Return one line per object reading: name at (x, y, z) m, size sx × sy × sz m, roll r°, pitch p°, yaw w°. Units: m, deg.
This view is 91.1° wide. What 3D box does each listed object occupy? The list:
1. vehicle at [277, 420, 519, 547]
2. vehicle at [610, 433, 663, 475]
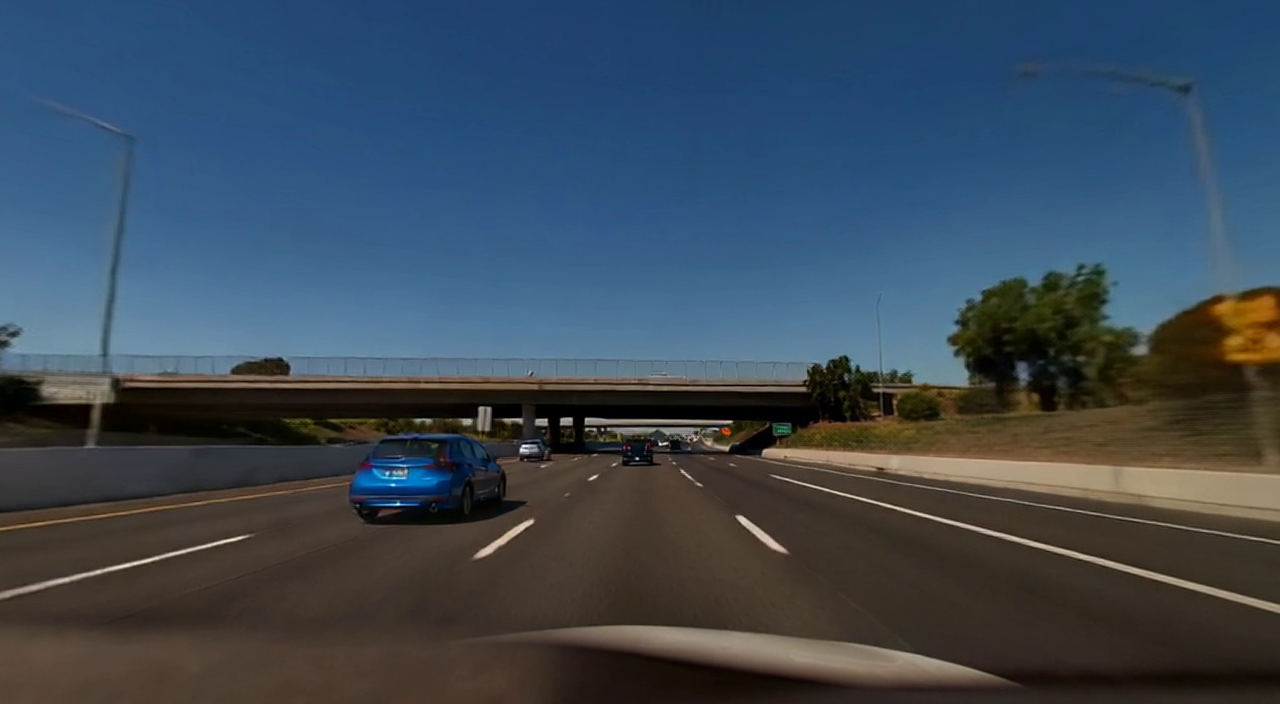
vehicle at (-3.548, 2.025, 10.389) m, size 2.124 × 1.607 × 4.531 m, roll 0°, pitch -8°, yaw 1°
vehicle at (-0.109, 4.475, 27.765) m, size 2.155 × 1.690 × 4.318 m, roll 0°, pitch -8°, yaw 1°
